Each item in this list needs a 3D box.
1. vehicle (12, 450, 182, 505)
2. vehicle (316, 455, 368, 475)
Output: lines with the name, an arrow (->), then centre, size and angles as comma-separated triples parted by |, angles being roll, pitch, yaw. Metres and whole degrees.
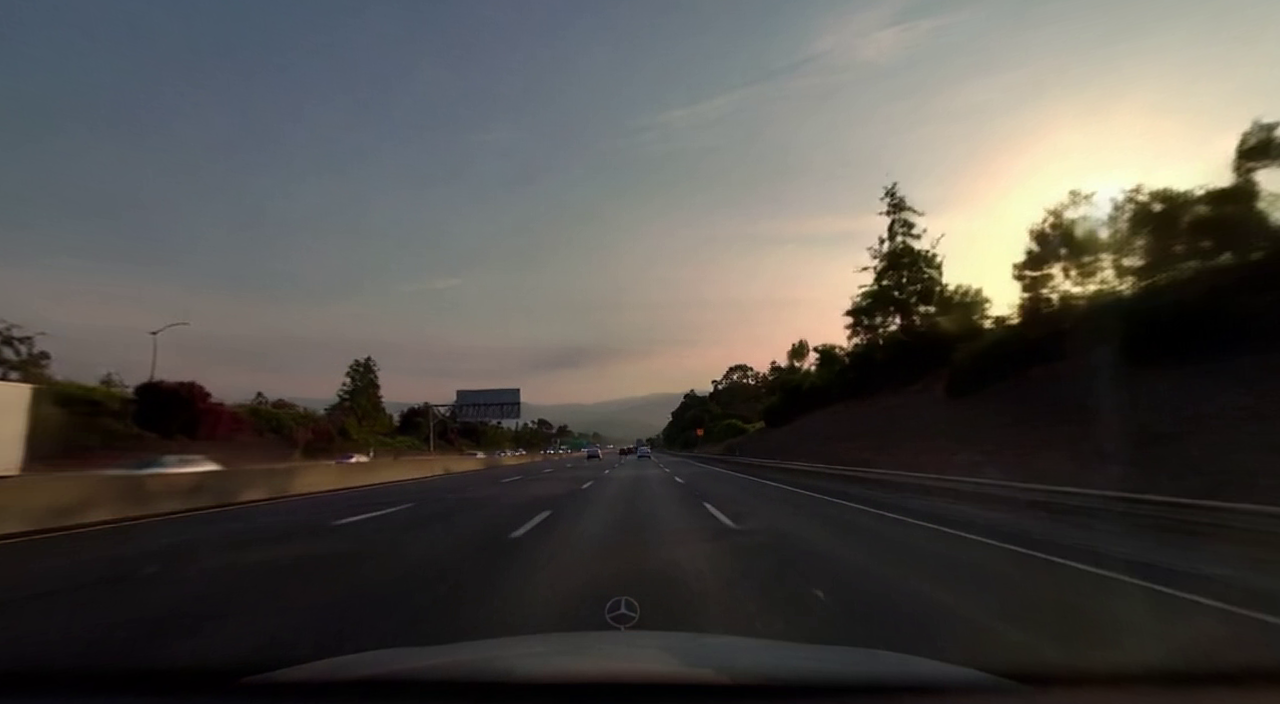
vehicle -> -15.344, 3.522, 18.112 | 1.720, 1.396, 3.502 | 0, -9, 0
vehicle -> -22.802, 8.656, 48.469 | 1.789, 1.452, 4.408 | 0, -9, 0
